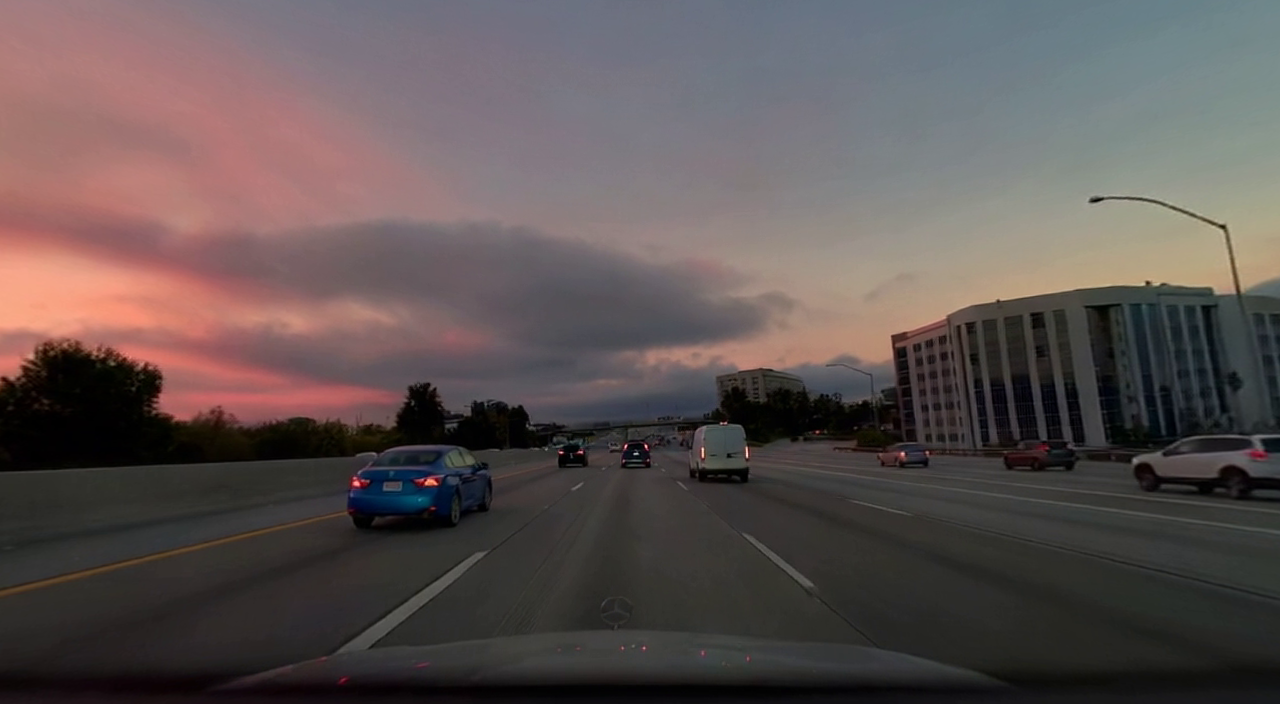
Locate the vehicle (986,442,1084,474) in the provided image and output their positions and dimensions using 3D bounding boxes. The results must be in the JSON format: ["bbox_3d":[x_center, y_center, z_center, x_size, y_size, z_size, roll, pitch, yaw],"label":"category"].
[{"bbox_3d":[19.792,5.318,31.945,2.020,1.483,4.779,0,-9,2],"label":"vehicle"}]

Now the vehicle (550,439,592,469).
[{"bbox_3d":[-4.342,6.532,40.528,2.109,1.793,4.613,0,-9,1],"label":"vehicle"}]

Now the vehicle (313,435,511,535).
[{"bbox_3d":[-3.848,2.321,11.649,1.991,1.469,4.381,0,-9,0],"label":"vehicle"}]

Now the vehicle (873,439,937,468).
[{"bbox_3d":[16.458,6.333,39.493,2.010,1.721,4.871,0,-9,2],"label":"vehicle"}]

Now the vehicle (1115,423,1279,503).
[{"bbox_3d":[15.170,2.796,16.222,2.104,1.746,5.084,0,-9,2],"label":"vehicle"}]

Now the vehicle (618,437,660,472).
[{"bbox_3d":[-0.085,5.672,35.070,2.212,1.786,4.198,0,-9,-1],"label":"vehicle"}]

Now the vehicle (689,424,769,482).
[{"bbox_3d":[3.410,4.061,25.562,2.250,2.074,5.723,0,-9,-2],"label":"vehicle"}]
